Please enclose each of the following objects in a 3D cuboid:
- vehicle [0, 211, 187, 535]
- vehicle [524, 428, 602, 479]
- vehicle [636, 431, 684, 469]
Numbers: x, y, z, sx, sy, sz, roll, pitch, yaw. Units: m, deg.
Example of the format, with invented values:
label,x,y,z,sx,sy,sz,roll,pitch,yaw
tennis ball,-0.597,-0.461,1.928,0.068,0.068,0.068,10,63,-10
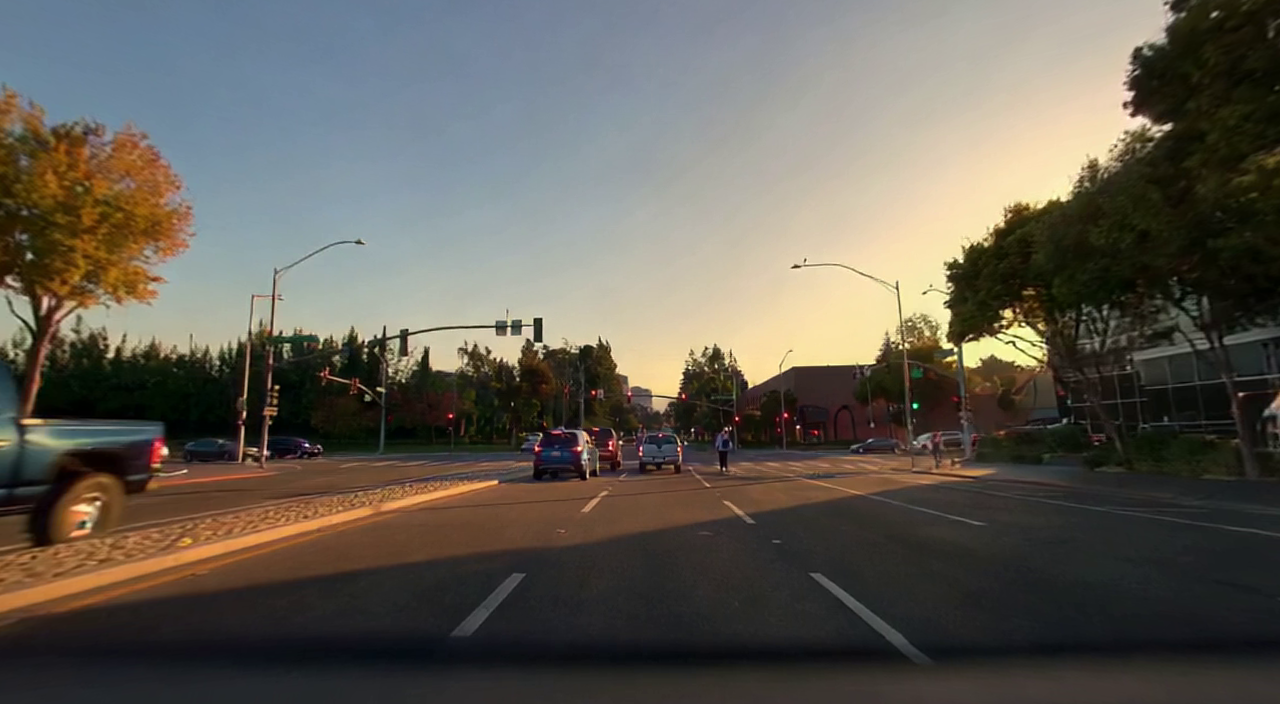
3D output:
label,x,y,z,sx,sy,sz,roll,pitch,yaw
vehicle,-9.405,-0.120,5.172,3.054,3.962,11.136,0,-8,-1
vehicle,-2.711,3.717,23.218,2.006,1.707,4.448,-1,-8,4
vehicle,0.969,4.868,31.361,2.204,1.738,4.690,0,-8,1
